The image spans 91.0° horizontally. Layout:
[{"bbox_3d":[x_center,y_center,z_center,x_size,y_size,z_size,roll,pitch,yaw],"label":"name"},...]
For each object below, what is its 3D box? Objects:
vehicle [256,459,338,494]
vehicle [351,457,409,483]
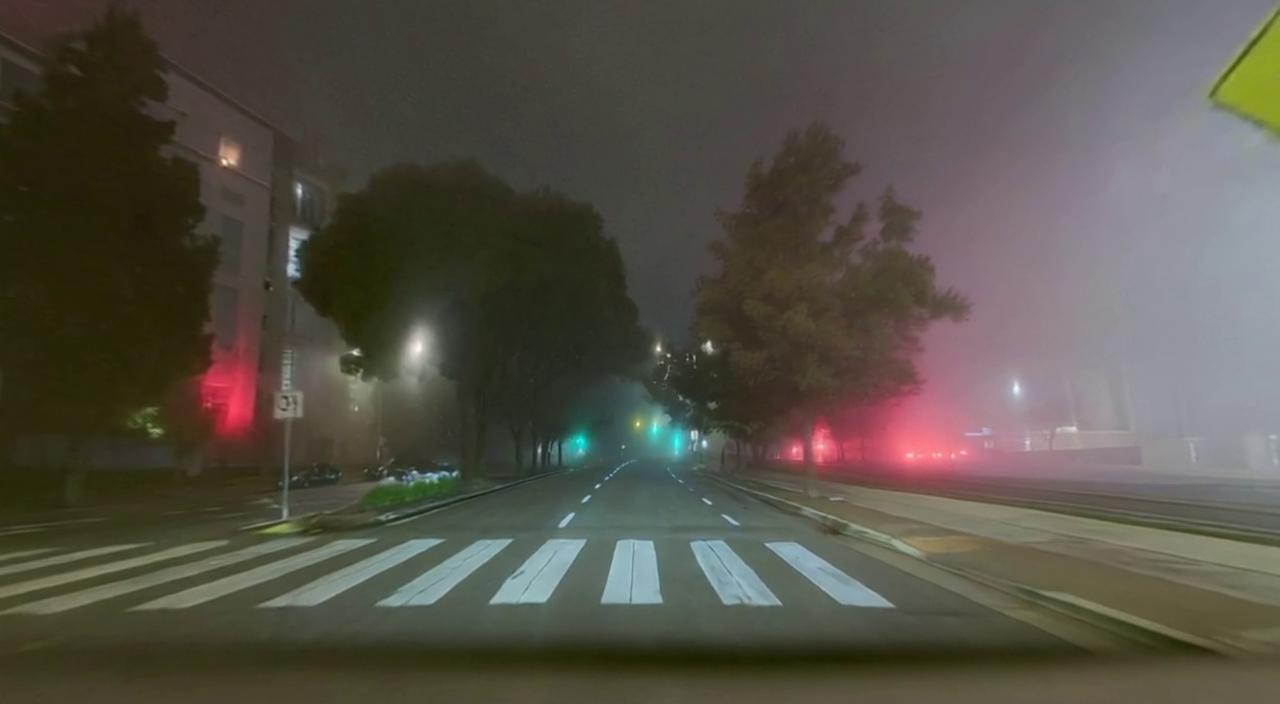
[{"bbox_3d":[-16.895,6.141,31.275,1.810,1.478,4.233,-3,-10,-2],"label":"vehicle"},{"bbox_3d":[-17.059,7.740,41.581,1.912,1.523,4.433,-3,-9,1],"label":"vehicle"}]
